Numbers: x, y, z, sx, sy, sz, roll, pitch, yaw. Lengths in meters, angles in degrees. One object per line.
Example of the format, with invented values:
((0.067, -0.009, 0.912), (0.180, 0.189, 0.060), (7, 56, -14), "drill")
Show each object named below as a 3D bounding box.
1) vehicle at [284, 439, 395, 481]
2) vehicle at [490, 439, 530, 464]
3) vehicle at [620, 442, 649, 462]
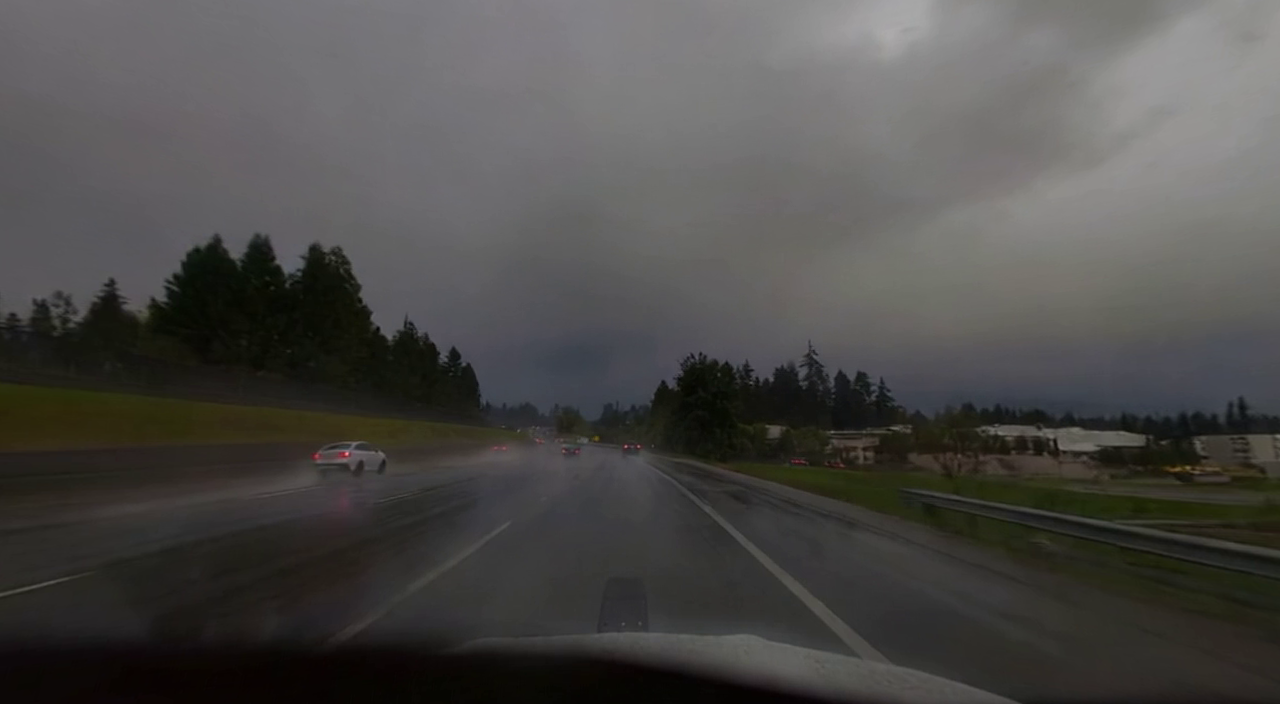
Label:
((-11.778, 4.245, 25.029), (2.056, 1.489, 4.852), (0, -8, -1), "vehicle")
((-9.099, 7.020, 44.386), (2.015, 1.651, 4.432), (0, -8, -2), "vehicle")
((-0.470, 7.610, 48.026), (2.060, 1.465, 3.974), (0, -8, -3), "vehicle")
